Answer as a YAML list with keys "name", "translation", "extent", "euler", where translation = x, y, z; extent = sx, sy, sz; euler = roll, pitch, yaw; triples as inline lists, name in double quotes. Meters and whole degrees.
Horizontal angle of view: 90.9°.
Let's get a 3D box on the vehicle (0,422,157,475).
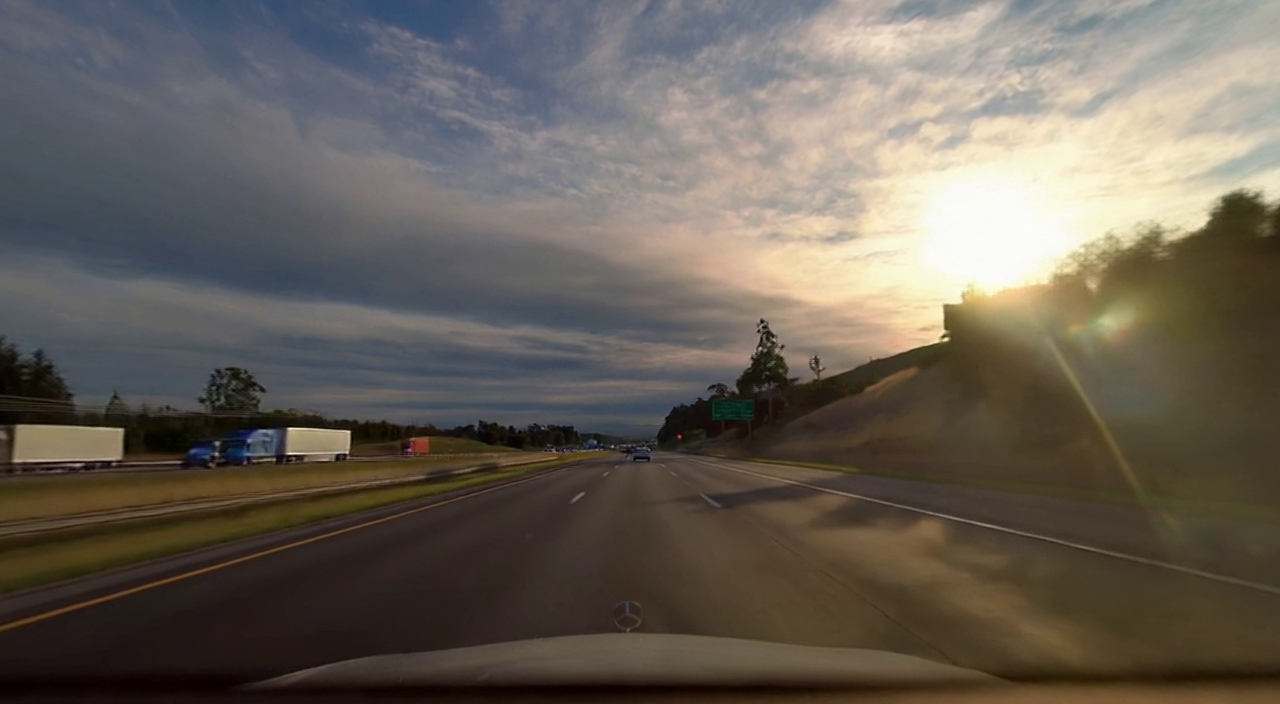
- name: "vehicle"
  translation: [-44.493, 7.374, 47.965]
  extent: [3.035, 3.535, 15.819]
  euler: [0, -9, 0]
